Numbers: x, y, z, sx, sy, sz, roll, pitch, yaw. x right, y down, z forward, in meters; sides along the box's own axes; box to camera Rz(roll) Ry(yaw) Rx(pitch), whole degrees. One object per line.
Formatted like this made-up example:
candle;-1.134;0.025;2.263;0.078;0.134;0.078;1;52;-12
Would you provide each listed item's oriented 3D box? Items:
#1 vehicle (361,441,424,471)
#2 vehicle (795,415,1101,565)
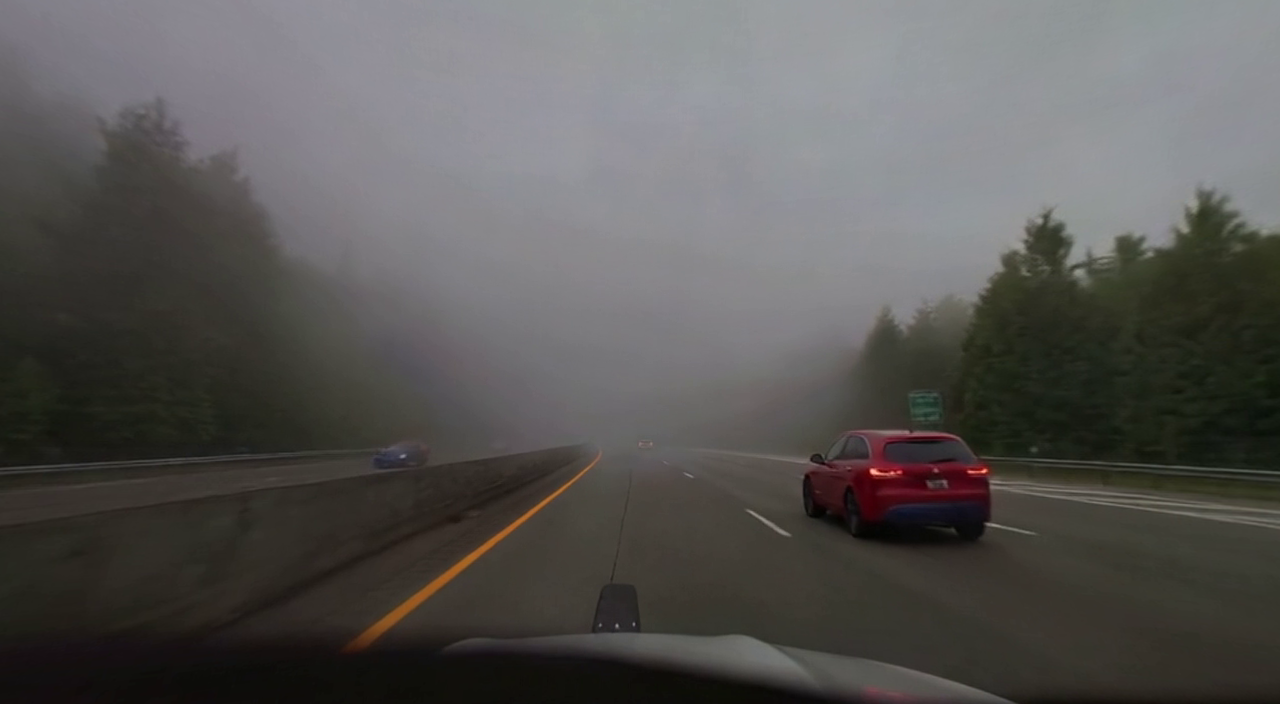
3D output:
vehicle;-13.336;5.597;34.240;1.824;1.459;4.072;0;-8;-1
vehicle;3.694;1.703;8.630;1.958;1.526;4.227;0;-8;-2
